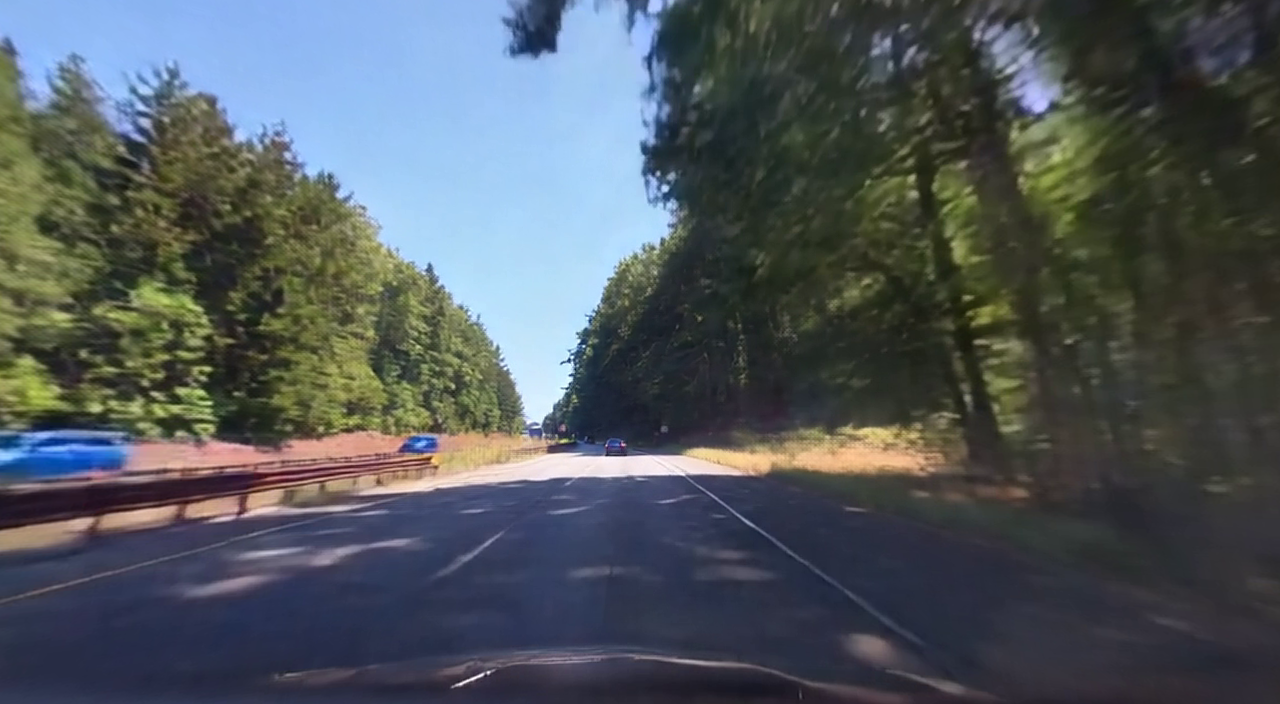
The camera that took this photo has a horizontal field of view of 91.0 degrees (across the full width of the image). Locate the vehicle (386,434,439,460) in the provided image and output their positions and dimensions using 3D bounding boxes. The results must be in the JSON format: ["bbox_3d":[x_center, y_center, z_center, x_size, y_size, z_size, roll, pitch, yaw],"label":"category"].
[{"bbox_3d":[-15.436,6.459,42.935,2.041,1.622,4.537,0,-8,-1],"label":"vehicle"}]

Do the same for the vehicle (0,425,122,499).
[{"bbox_3d":[-15.138,2.592,14.970,1.989,1.617,4.293,0,-8,-1],"label":"vehicle"}]
